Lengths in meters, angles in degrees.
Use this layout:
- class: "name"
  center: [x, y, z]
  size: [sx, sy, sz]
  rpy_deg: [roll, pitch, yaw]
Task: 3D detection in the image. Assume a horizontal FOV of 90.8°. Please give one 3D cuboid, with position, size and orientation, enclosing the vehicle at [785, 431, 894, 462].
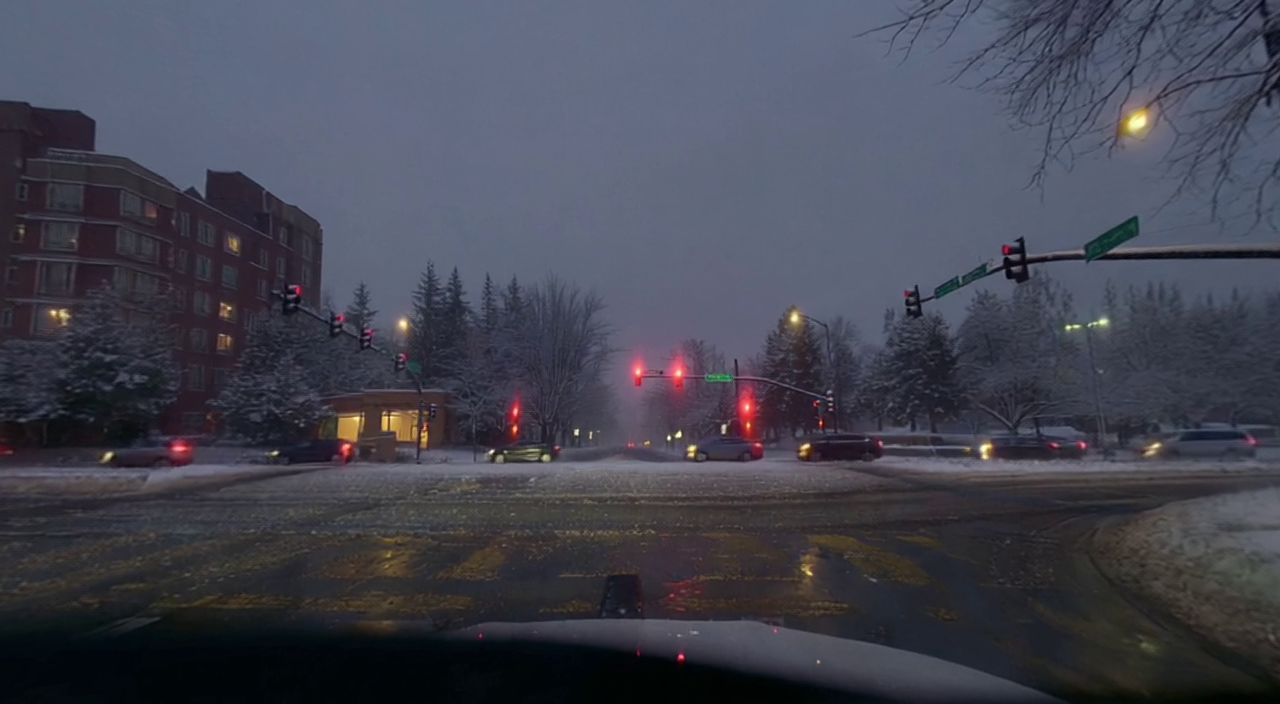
- class: "vehicle"
  center: [12.497, 5.970, 39.973]
  size: [6.133, 1.833, 2.155]
  rpy_deg: [0, -9, 0]

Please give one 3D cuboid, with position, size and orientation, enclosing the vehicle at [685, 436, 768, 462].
- class: "vehicle"
  center: [4.964, 5.640, 36.752]
  size: [4.519, 1.476, 1.767]
  rpy_deg: [0, -9, 0]

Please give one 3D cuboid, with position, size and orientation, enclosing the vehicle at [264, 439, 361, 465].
- class: "vehicle"
  center: [-18.962, 5.790, 36.682]
  size: [4.631, 1.435, 1.715]
  rpy_deg: [0, -9, 0]

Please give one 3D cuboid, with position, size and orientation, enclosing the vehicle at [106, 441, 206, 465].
- class: "vehicle"
  center: [-30.793, 6.424, 40.299]
  size: [4.759, 1.445, 1.865]
  rpy_deg: [0, -9, 0]

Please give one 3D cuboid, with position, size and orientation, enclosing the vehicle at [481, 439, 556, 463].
- class: "vehicle"
  center: [-7.724, 6.311, 40.372]
  size: [4.443, 1.472, 1.794]
  rpy_deg: [0, -9, 0]

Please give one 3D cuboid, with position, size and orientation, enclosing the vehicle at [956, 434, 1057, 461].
- class: "vehicle"
  center: [21.399, 5.596, 36.997]
  size: [4.724, 1.452, 1.870]
  rpy_deg: [0, -9, 0]

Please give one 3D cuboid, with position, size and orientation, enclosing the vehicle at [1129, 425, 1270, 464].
- class: "vehicle"
  center: [26.870, 4.483, 30.473]
  size: [4.662, 1.764, 2.064]
  rpy_deg: [-1, -9, 2]

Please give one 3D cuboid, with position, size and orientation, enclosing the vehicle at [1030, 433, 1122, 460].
- class: "vehicle"
  center: [27.927, 6.064, 40.547]
  size: [4.488, 1.667, 1.869]
  rpy_deg: [0, -9, 0]
